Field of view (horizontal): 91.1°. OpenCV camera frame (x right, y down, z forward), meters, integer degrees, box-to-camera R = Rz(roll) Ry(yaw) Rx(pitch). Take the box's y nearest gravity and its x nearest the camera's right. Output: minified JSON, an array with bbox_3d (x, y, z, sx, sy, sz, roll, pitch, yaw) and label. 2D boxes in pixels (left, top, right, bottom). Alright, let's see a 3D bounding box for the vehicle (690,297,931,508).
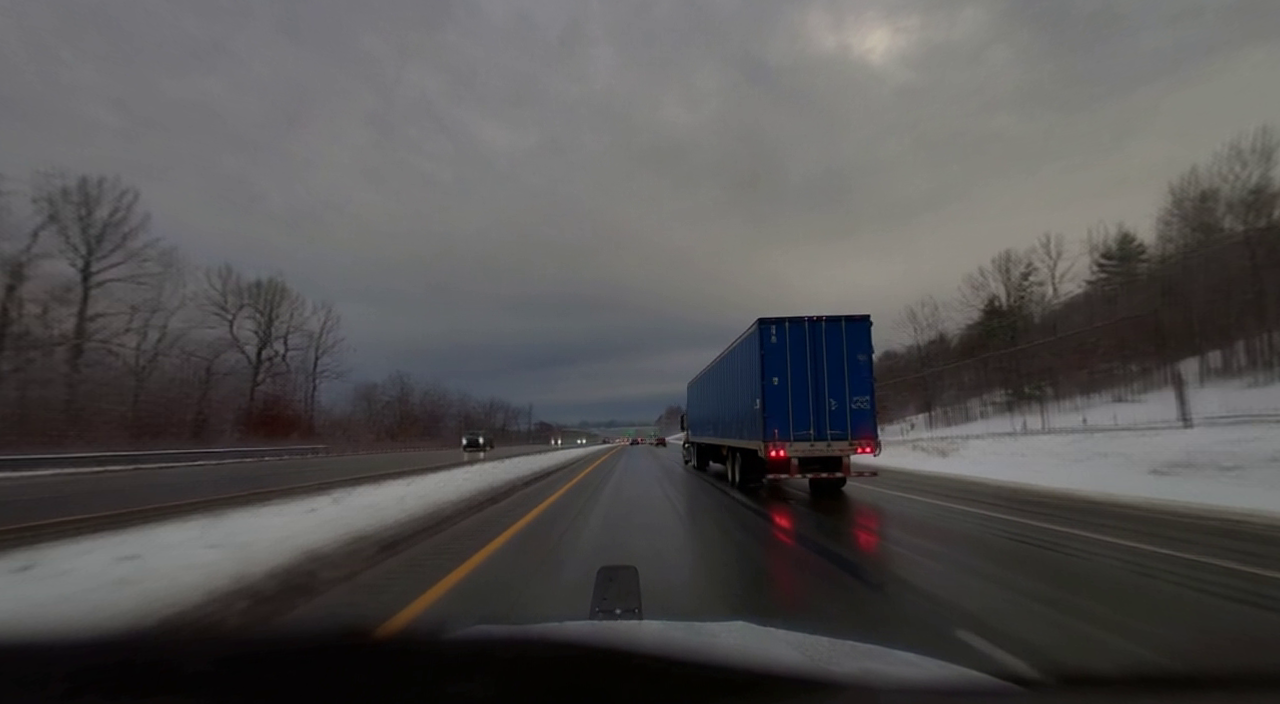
[{"bbox_3d":[4.105,2.129,21.276,3.203,4.273,17.131,0,-8,-1],"label":"vehicle"}]
